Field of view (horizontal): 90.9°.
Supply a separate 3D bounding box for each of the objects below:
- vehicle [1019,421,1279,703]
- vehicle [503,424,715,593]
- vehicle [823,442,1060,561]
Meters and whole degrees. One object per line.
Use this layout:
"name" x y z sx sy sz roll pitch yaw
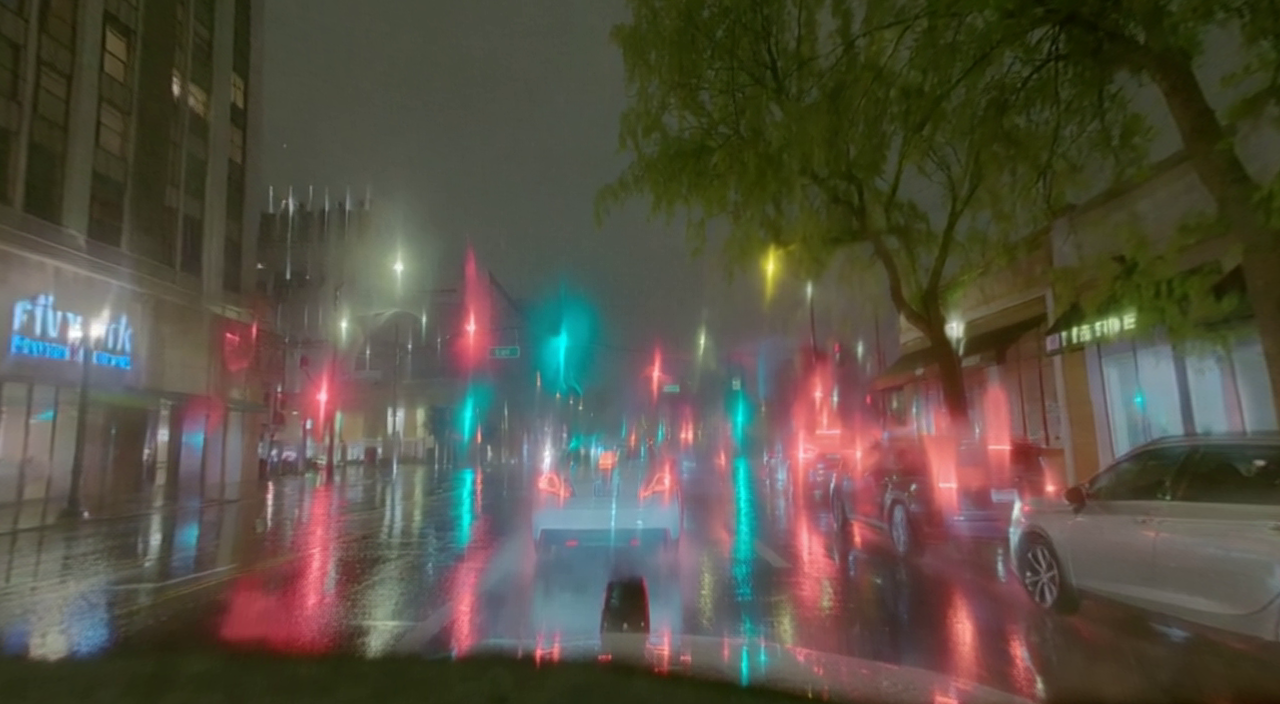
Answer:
"vehicle" 3.178 0.827 1.107 2.006 1.496 4.767 0 -9 -1
"vehicle" -0.310 1.678 7.565 1.888 1.489 3.703 0 -8 -1
"vehicle" 4.576 2.279 10.522 1.912 1.505 4.618 -1 -8 3
